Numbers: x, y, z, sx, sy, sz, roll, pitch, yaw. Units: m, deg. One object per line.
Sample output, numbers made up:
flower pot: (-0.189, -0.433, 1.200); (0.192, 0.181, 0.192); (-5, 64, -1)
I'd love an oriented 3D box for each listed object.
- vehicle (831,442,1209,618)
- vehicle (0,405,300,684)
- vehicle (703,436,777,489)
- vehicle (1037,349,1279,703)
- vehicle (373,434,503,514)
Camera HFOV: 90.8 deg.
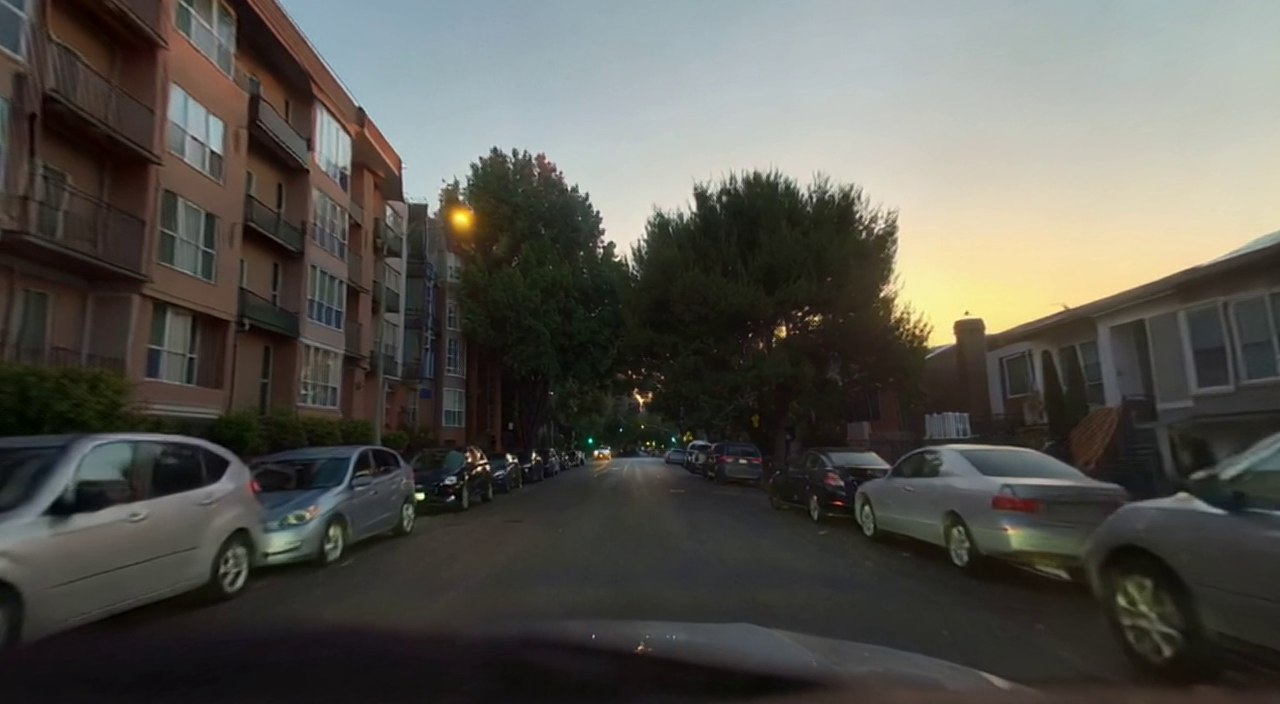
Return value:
vehicle: (4.101, 1.931, 8.042); (1.707, 1.528, 4.812); (0, -8, -2)
vehicle: (-5.035, 1.372, 5.341); (2.274, 1.679, 3.639); (0, -8, 0)
vehicle: (3.646, 4.154, 24.083); (1.912, 1.781, 5.159); (0, -8, -1)
vehicle: (3.926, 0.842, 2.467); (1.911, 1.835, 4.599); (0, -8, 3)
vehicle: (-4.939, 3.011, 16.191); (1.922, 1.728, 4.628); (0, -8, -2)
